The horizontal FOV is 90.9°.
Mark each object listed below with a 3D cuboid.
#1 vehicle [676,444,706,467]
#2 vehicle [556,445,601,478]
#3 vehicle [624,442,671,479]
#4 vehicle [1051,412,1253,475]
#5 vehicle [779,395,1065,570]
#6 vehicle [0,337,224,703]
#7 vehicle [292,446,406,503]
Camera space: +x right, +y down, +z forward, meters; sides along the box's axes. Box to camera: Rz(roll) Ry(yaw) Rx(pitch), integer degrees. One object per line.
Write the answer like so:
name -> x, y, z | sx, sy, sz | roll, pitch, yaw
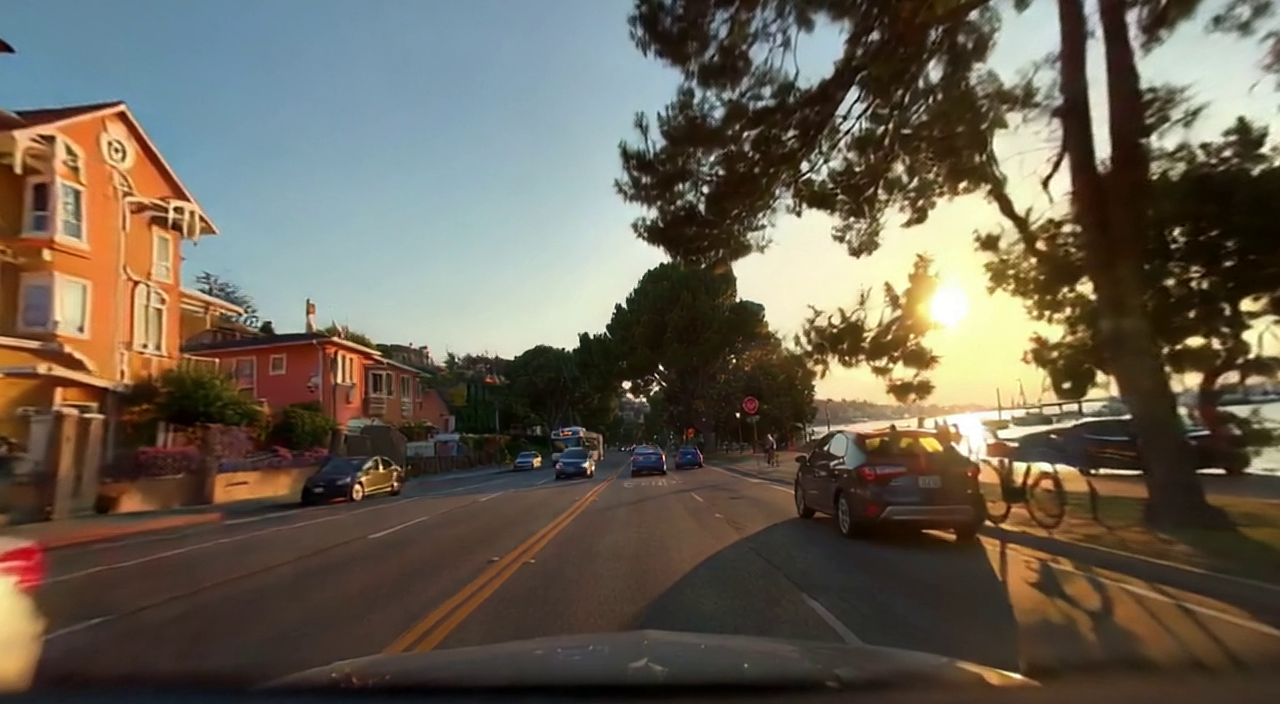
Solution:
vehicle -> 3.809, 7.799, 47.823 | 1.876, 1.626, 3.851 | -1, -8, -1
vehicle -> -3.178, 5.770, 33.401 | 1.893, 1.583, 4.107 | -1, -8, 1
vehicle -> 0.330, 5.184, 30.516 | 2.132, 1.632, 3.838 | -1, -8, 0
vehicle -> 15.154, 2.784, 19.169 | 1.967, 1.526, 5.016 | -4, -8, 1
vehicle -> 3.458, 1.692, 8.904 | 2.000, 1.809, 4.405 | -1, -8, 1
vehicle -> -3.125, 0.659, 0.875 | 2.125, 1.701, 4.310 | -1, -8, 0
vehicle -> -10.748, 4.512, 23.780 | 2.107, 1.868, 4.690 | -1, -8, -1
